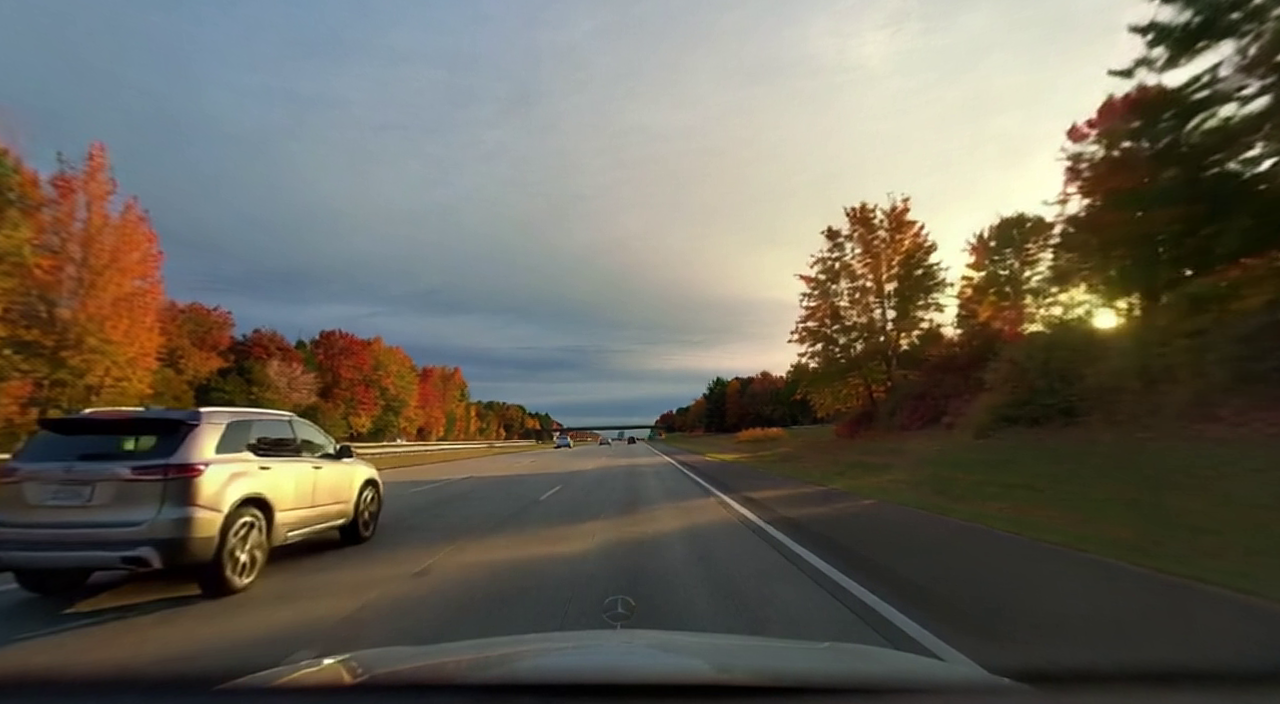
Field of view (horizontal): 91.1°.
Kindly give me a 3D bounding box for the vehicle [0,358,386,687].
[{"bbox_3d":[-4.232,1.166,5.526,2.057,1.666,4.552,0,-8,0],"label":"vehicle"}]
